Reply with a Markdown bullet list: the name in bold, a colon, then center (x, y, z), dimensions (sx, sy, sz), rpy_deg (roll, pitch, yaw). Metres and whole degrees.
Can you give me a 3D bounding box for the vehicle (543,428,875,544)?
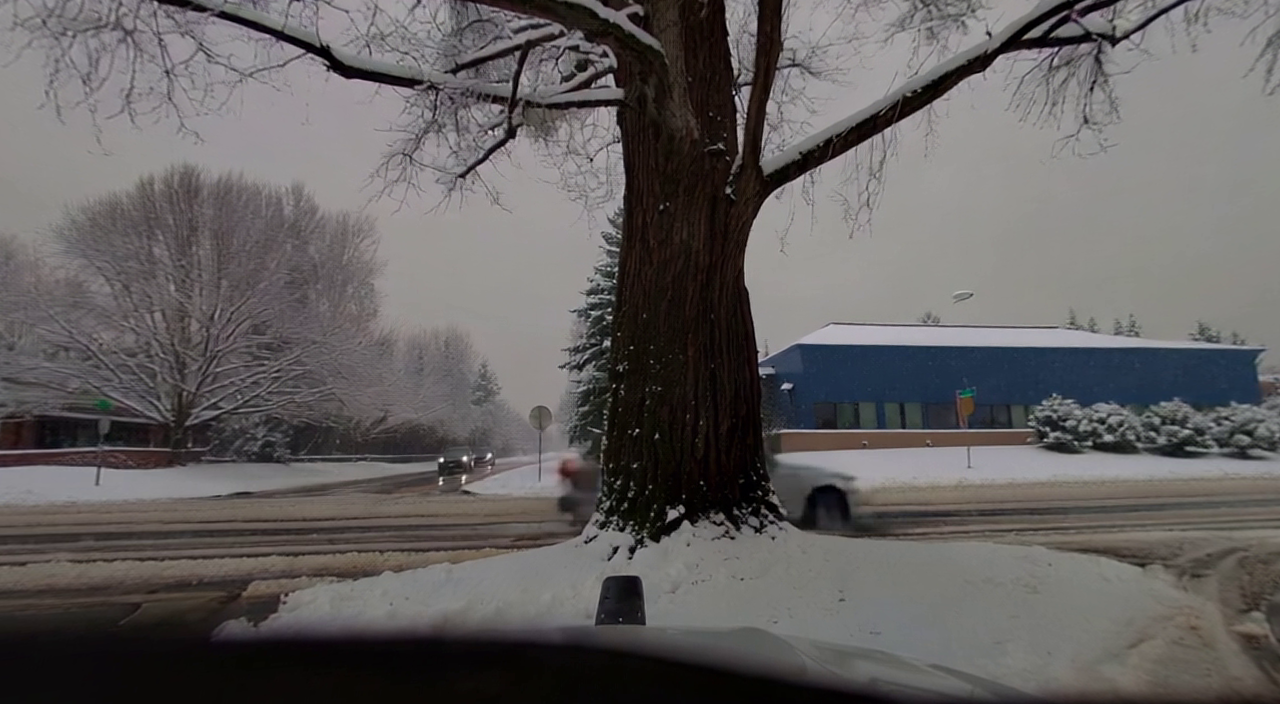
- **vehicle**: center (0.837, 1.895, 9.394), dimensions (4.426, 1.451, 2.124), rpy_deg (1, -9, -7)
